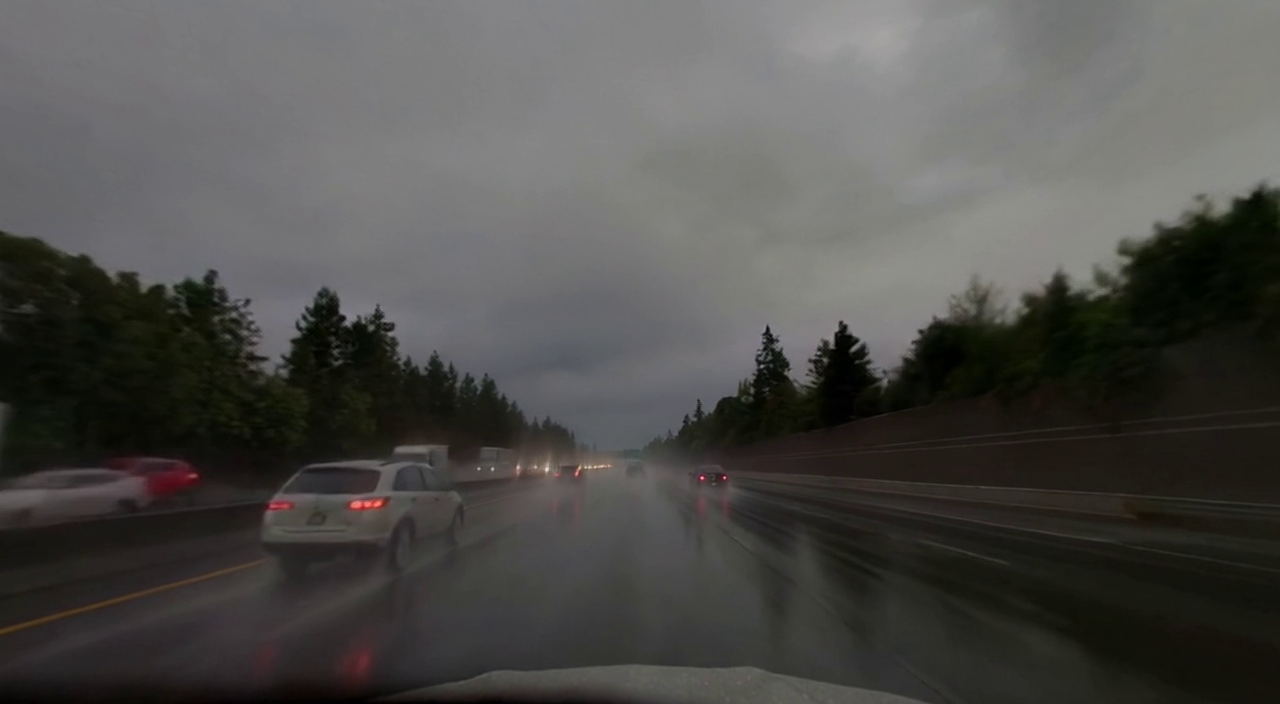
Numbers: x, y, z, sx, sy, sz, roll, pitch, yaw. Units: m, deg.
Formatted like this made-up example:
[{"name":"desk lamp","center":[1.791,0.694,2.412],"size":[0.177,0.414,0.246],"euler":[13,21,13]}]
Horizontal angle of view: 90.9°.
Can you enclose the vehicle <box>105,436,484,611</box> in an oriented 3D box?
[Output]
[{"name":"vehicle","center":[-3.576,1.922,7.885],"size":[2.004,1.468,4.812],"euler":[1,-11,0]}]

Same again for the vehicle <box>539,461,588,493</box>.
[{"name":"vehicle","center":[-3.781,6.309,31.866],"size":[2.000,1.484,3.995],"euler":[1,-11,-1]}]

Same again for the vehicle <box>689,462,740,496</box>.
[{"name":"vehicle","center":[3.620,6.309,31.471],"size":[1.981,1.516,4.109],"euler":[1,-11,-1]}]
